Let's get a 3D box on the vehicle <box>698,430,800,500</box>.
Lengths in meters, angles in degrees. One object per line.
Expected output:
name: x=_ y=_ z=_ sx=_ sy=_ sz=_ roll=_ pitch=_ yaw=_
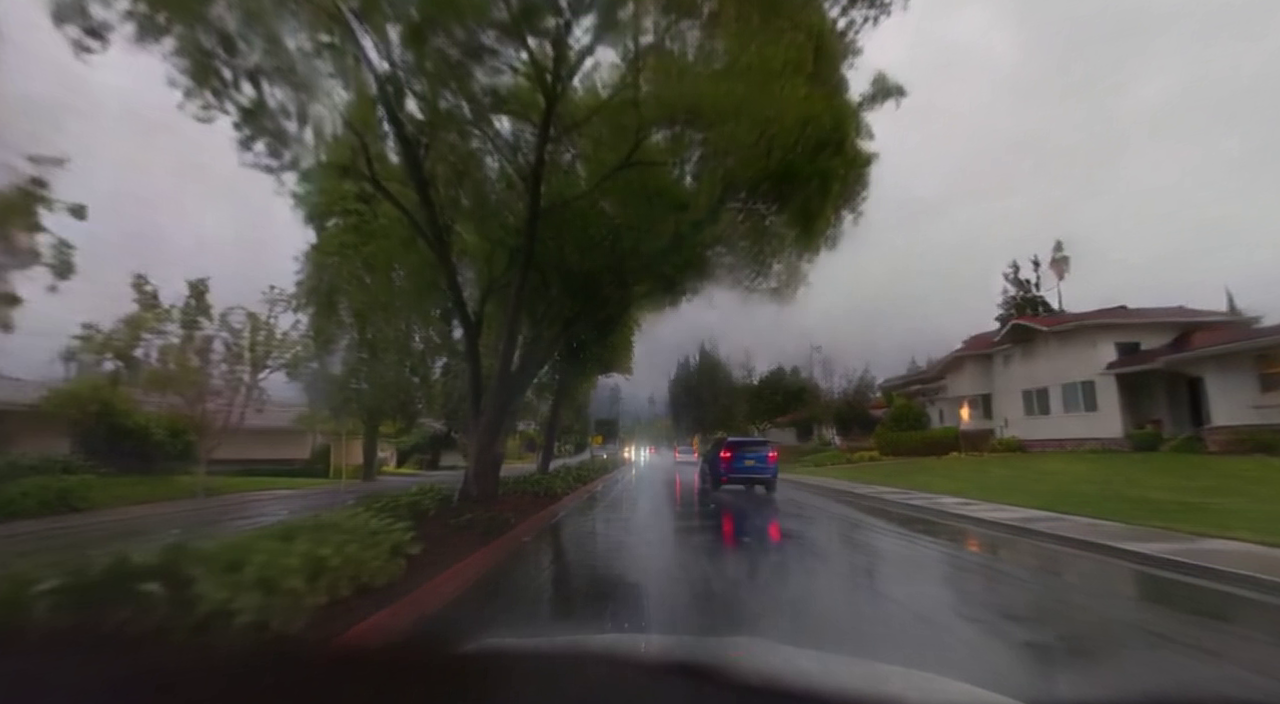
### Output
vehicle: x=3.023 y=3.263 z=18.628 sx=2.180 sy=1.773 sz=4.639 roll=0 pitch=-8 yaw=0
